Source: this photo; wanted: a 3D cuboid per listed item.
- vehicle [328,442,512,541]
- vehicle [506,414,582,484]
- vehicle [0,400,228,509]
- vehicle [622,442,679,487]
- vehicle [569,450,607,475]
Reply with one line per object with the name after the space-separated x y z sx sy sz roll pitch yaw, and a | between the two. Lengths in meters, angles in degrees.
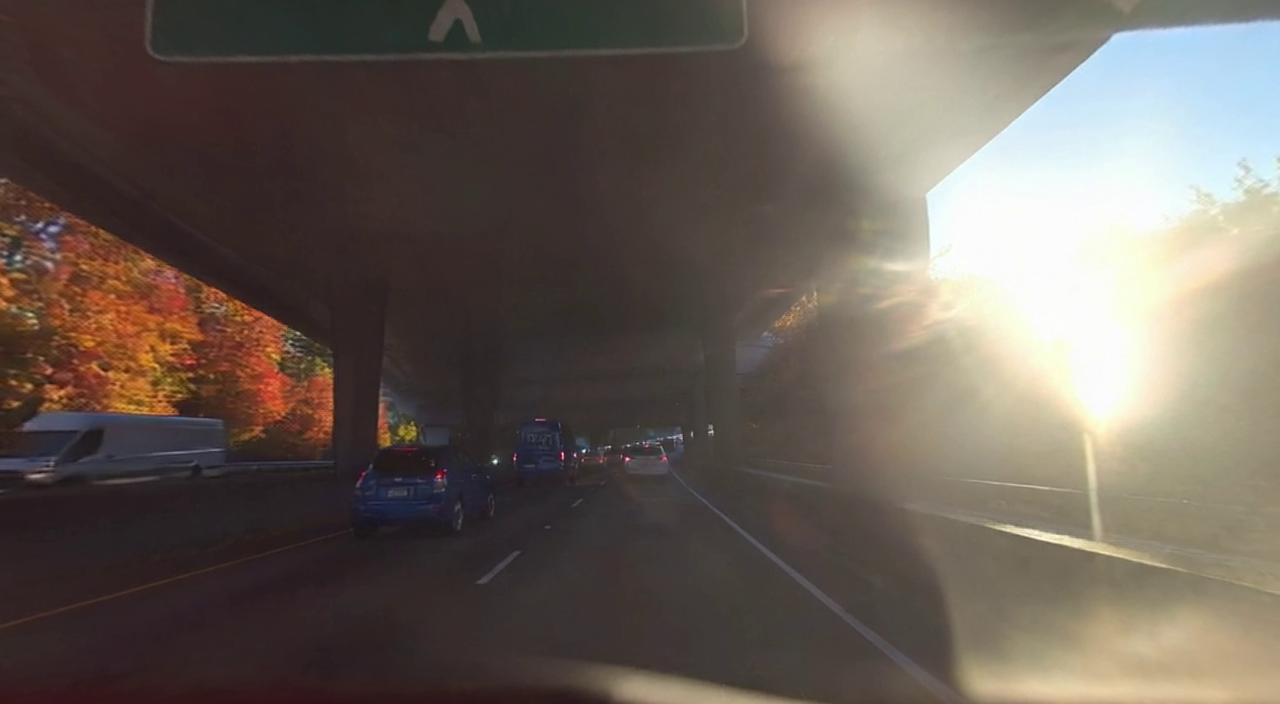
-3.790 2.459 11.671 1.977 1.485 3.973 0 -9 0 | vehicle
-3.990 4.222 27.279 2.275 2.692 5.810 0 -9 1 | vehicle
-22.171 4.260 26.389 2.958 3.709 9.339 -1 -9 2 | vehicle
0.421 4.626 26.023 2.195 1.679 4.070 0 -9 0 | vehicle
-3.292 7.089 40.602 2.015 1.496 4.312 0 -9 1 | vehicle
